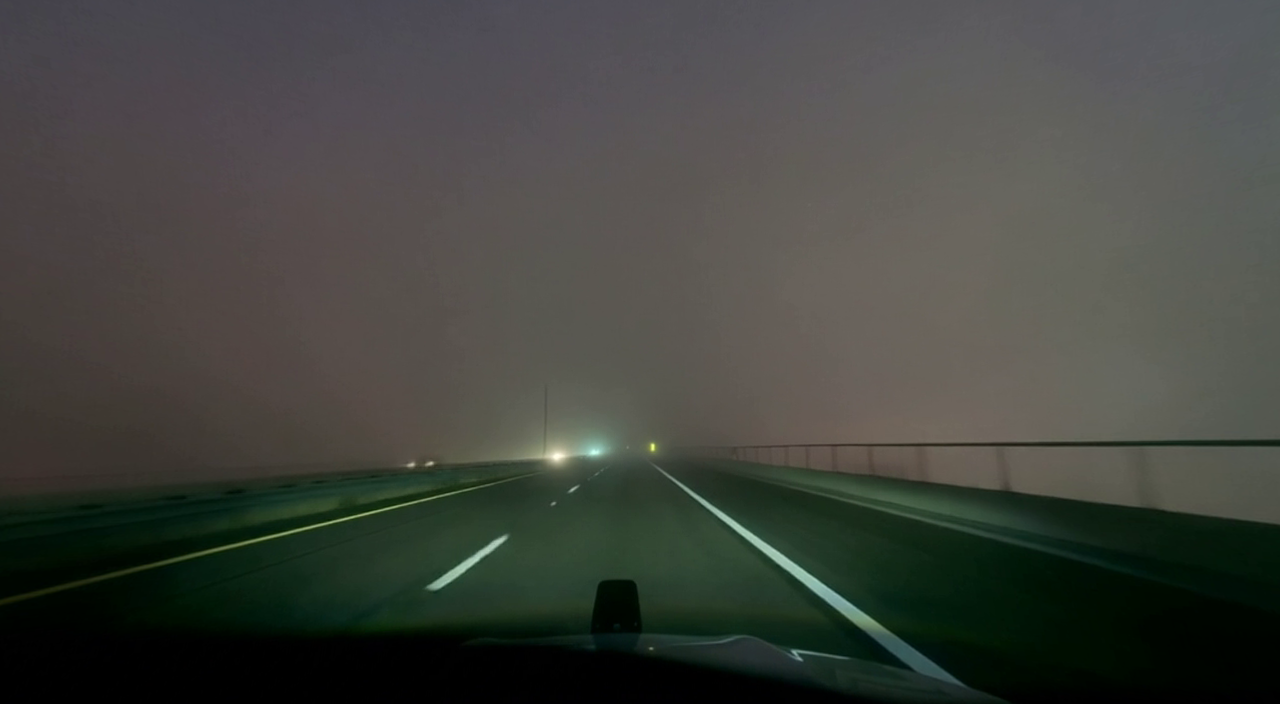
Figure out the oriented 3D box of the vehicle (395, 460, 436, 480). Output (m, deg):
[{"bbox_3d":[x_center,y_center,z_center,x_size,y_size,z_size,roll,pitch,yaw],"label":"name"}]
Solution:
[{"bbox_3d":[-16.960,8.899,47.628,1.702,1.387,3.727,-1,-9,0],"label":"vehicle"}]
